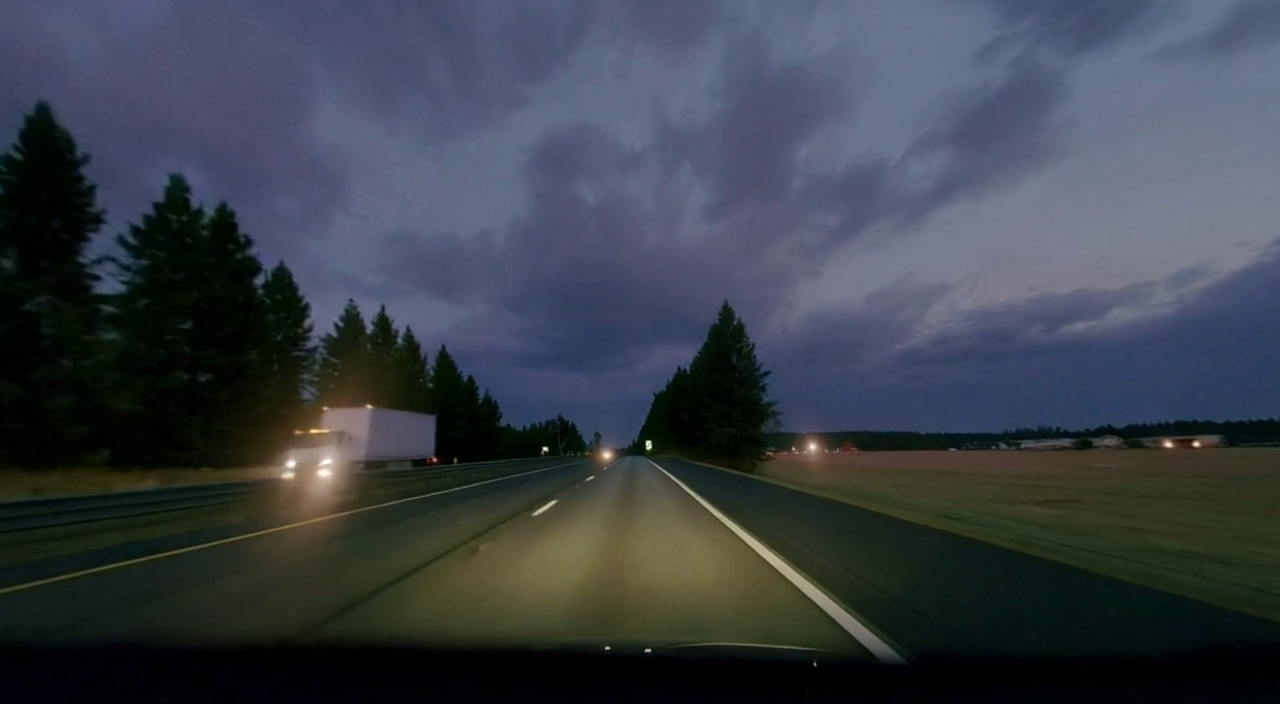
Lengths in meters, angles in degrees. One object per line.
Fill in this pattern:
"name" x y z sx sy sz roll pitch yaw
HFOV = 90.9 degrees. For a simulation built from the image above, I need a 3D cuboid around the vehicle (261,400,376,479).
"vehicle" -17.300 4.784 34.439 3.023 3.905 5.914 0 -9 0
